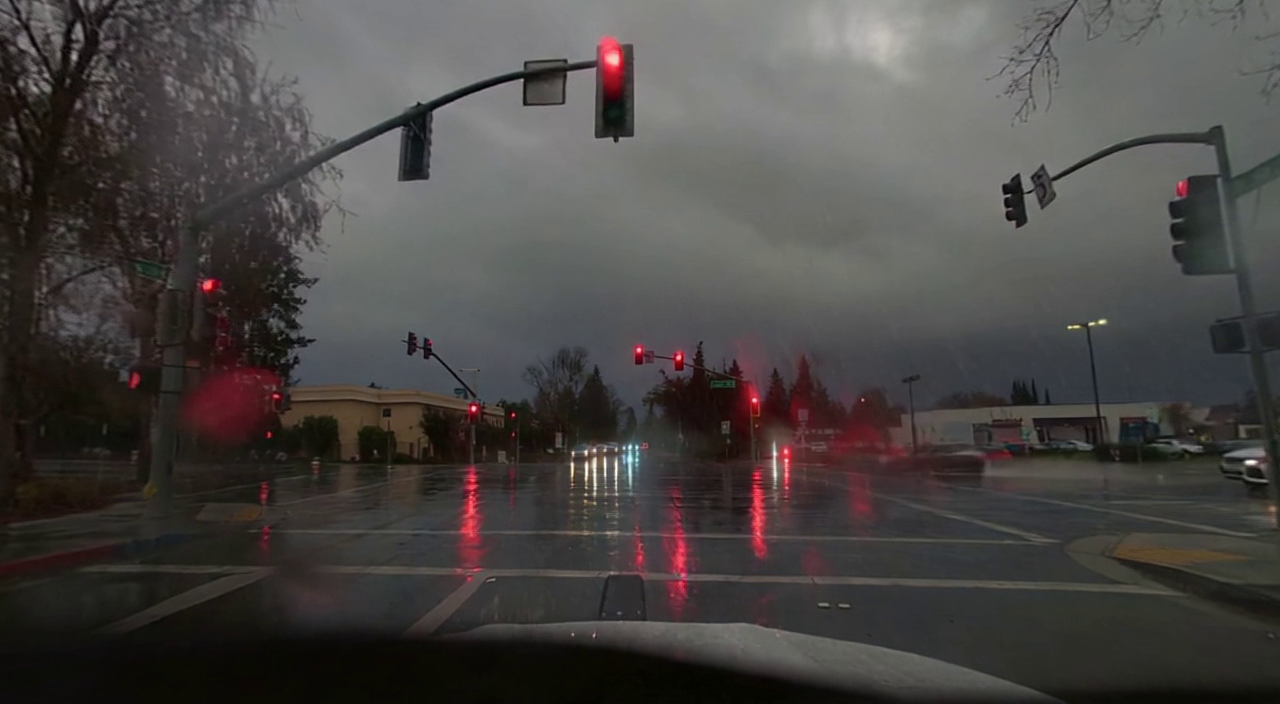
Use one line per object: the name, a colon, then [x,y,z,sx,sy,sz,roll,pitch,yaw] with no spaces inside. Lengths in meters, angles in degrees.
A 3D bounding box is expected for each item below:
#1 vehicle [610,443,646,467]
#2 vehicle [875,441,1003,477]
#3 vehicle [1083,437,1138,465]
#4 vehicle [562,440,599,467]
vehicle: [-0.852,6.831,42.006,2.056,1.492,3.937,1,-9,-6]
vehicle: [12.636,4.552,27.031,4.628,1.414,1.897,-3,-9,17]
vehicle: [26.970,5.658,36.148,2.092,1.474,4.046,-8,-11,41]
vehicle: [-4.106,7.106,44.320,2.251,1.756,4.610,0,-9,-2]
